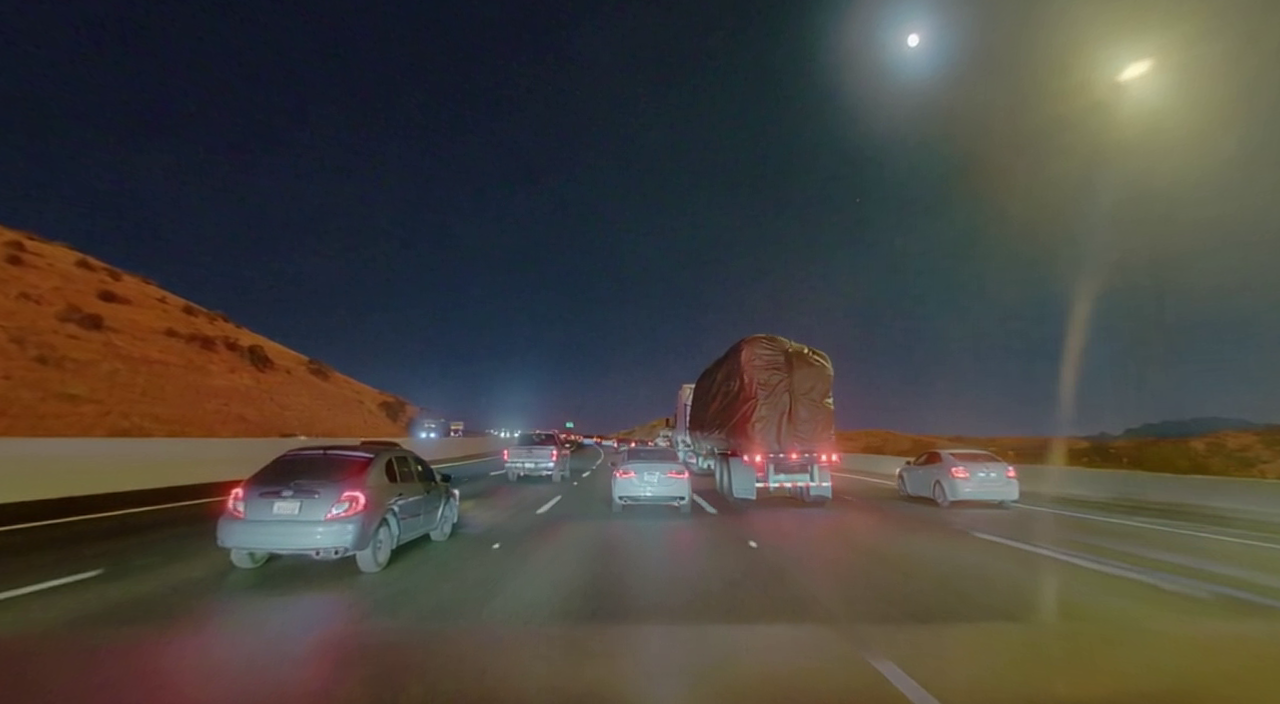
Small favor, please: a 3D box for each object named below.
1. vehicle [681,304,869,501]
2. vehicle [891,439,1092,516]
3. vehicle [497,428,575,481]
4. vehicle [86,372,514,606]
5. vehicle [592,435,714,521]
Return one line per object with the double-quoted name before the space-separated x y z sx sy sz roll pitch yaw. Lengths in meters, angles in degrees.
"vehicle" 3.153 1.791 18.598 2.759 4.098 10.906 0 -8 -2
"vehicle" 7.750 2.762 14.510 2.092 1.495 4.194 0 -8 -2
"vehicle" -3.833 3.910 24.324 2.348 1.821 5.061 0 -8 -2
"vehicle" -3.304 1.492 7.877 2.318 1.902 5.374 0 -8 0
"vehicle" 0.171 2.467 12.962 2.105 1.471 3.978 0 -8 -2
